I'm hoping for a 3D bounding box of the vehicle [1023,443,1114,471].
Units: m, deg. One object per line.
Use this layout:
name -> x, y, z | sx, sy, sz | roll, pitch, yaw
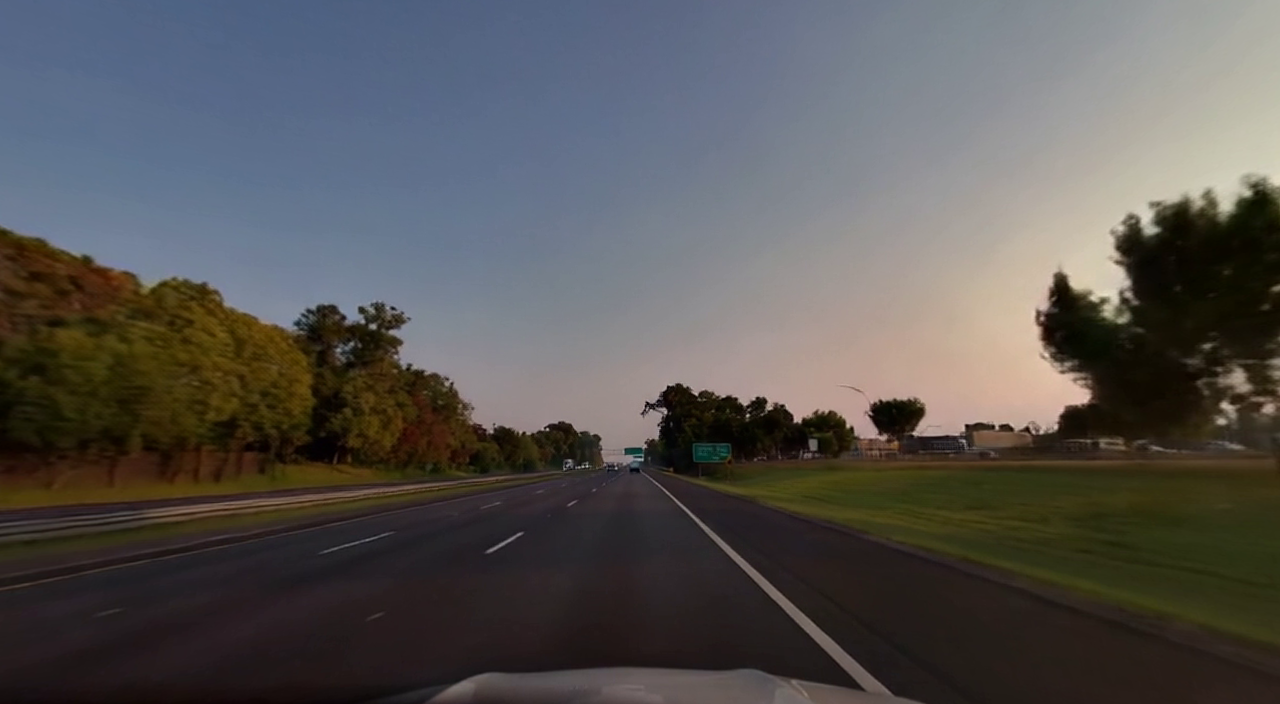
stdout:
vehicle -> 28.133, 6.930, 41.515 | 4.723, 1.688, 2.004 | -6, -12, 32
